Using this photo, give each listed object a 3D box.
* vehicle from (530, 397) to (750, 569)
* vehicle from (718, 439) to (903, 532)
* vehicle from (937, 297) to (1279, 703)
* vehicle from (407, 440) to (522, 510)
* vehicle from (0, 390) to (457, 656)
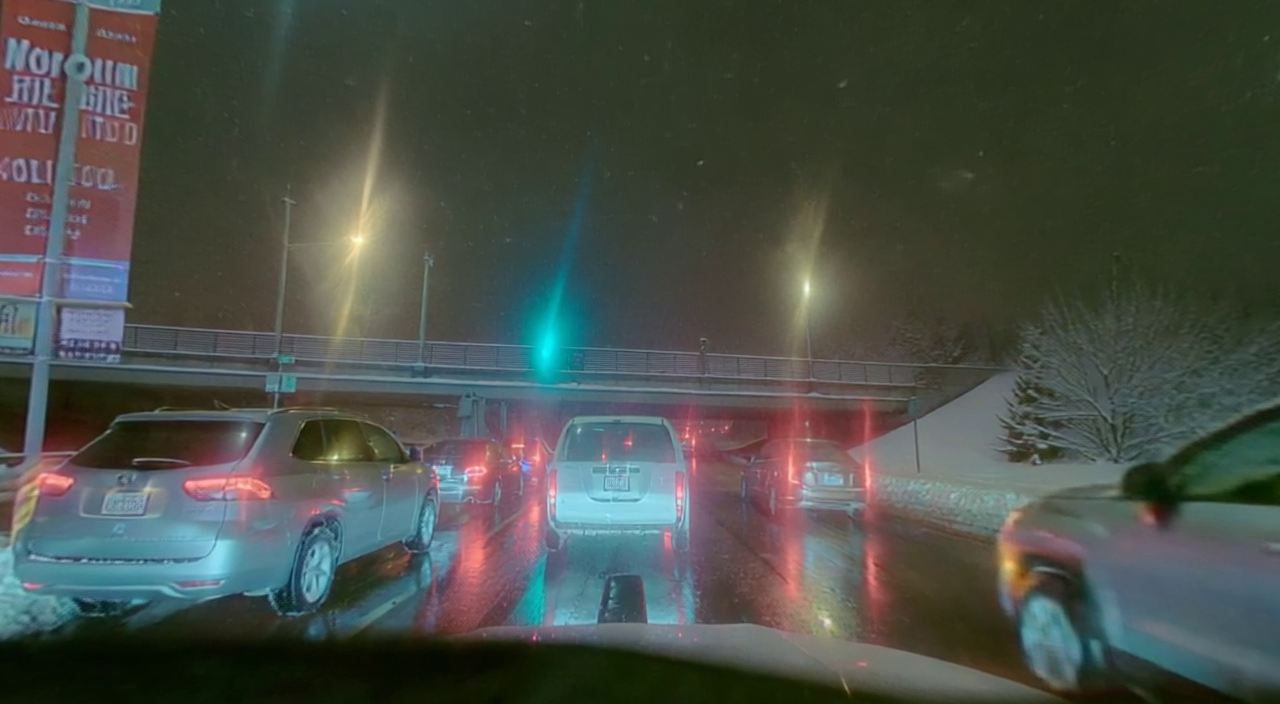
[{"bbox_3d":[-0.082,1.771,9.211,2.409,1.864,4.471,0,-9,-2],"label":"vehicle"},{"bbox_3d":[3.057,2.523,12.626,2.228,1.472,4.939,0,-9,-1],"label":"vehicle"},{"bbox_3d":[3.182,0.725,2.146,2.016,1.804,4.681,0,-9,0],"label":"vehicle"},{"bbox_3d":[-4.158,2.940,15.442,1.797,1.505,3.506,0,-9,0],"label":"vehicle"},{"bbox_3d":[-3.499,1.427,6.273,2.039,1.709,4.265,0,-9,0],"label":"vehicle"}]
